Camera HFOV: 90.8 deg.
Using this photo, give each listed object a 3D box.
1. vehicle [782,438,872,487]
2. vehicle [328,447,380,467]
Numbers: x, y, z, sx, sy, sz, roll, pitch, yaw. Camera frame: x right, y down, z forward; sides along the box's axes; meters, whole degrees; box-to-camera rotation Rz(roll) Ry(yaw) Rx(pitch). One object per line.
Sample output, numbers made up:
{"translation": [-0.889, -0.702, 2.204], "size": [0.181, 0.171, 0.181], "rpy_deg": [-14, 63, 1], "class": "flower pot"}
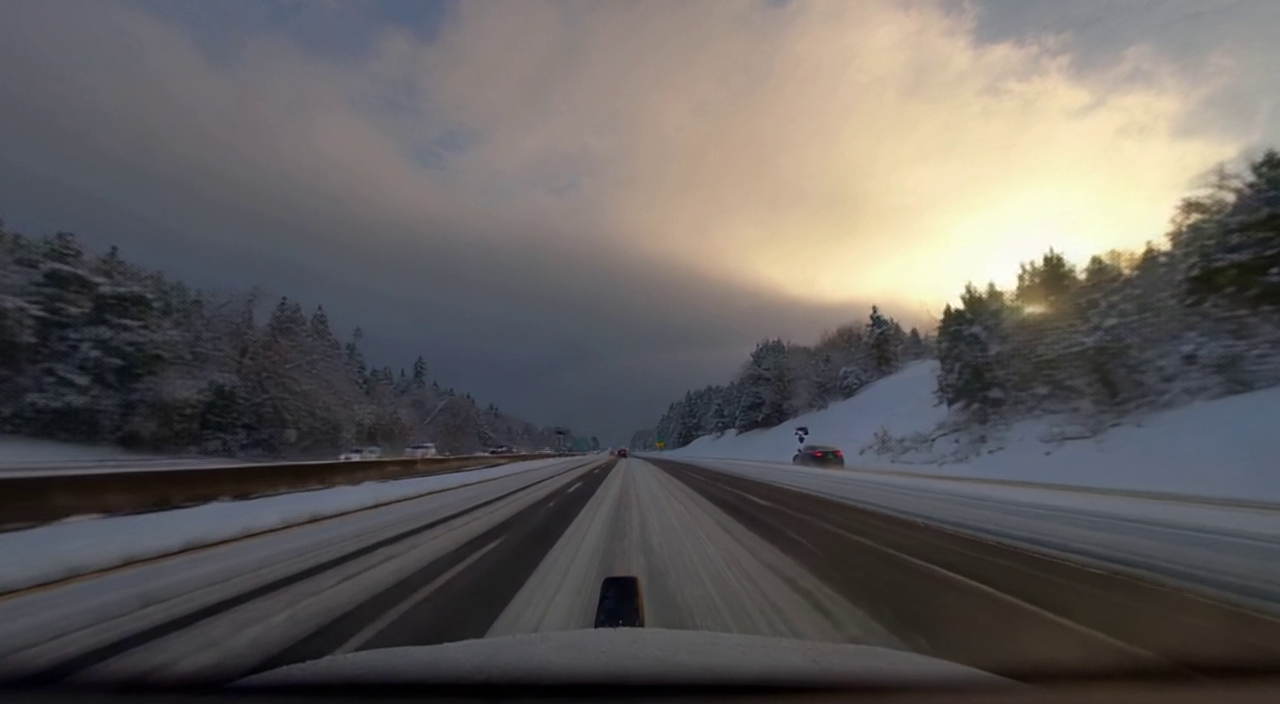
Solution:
{"translation": [6.945, 4.143, 23.924], "size": [2.081, 1.705, 3.926], "rpy_deg": [0, -9, -1], "class": "vehicle"}
{"translation": [-21.735, 8.019, 48.225], "size": [1.818, 1.445, 4.678], "rpy_deg": [0, -9, -1], "class": "vehicle"}
